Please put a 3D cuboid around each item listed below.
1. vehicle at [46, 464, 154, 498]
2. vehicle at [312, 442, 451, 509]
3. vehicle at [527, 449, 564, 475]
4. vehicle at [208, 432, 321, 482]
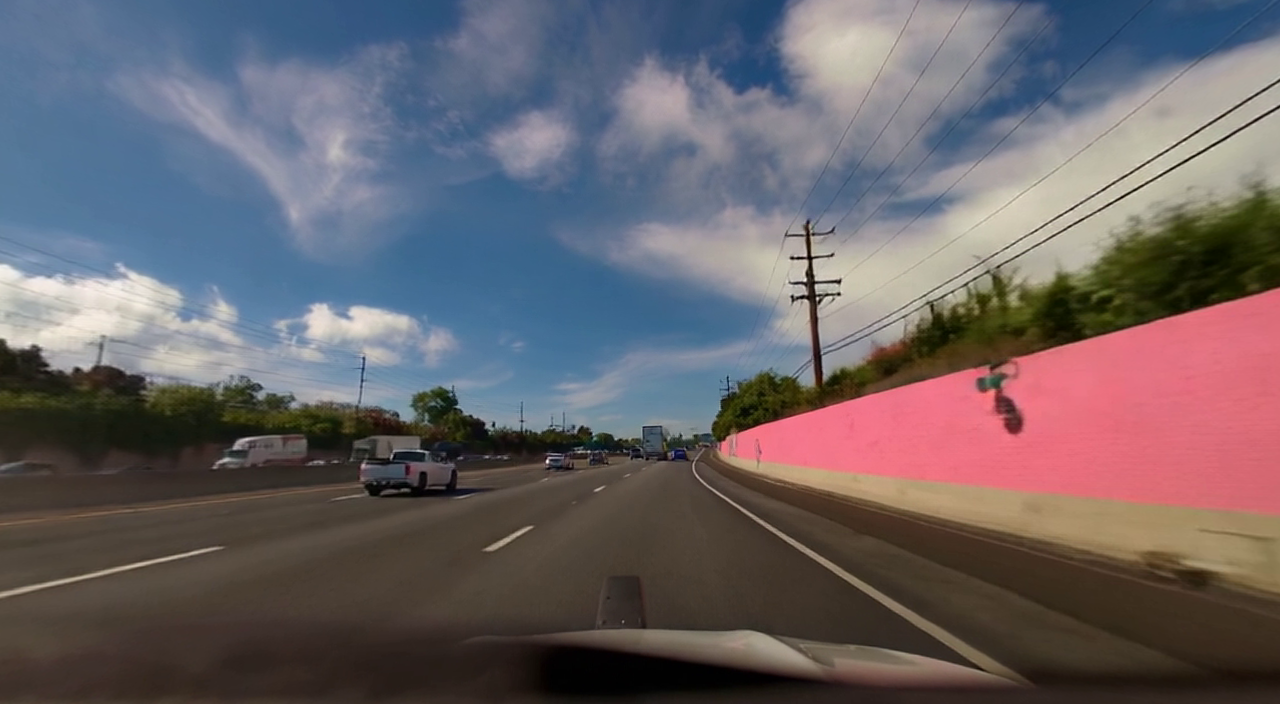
[{"bbox_3d":[-26.822,6.386,31.461,1.758,1.424,3.929,-1,-9,3],"label":"vehicle"},{"bbox_3d":[-6.706,3.229,16.860,1.966,1.565,3.766,-1,-9,3],"label":"vehicle"},{"bbox_3d":[-5.779,6.793,38.988,1.708,1.489,2.840,-1,-9,3],"label":"vehicle"},{"bbox_3d":[-25.722,7.249,43.710,2.532,3.078,7.751,-1,-9,5],"label":"vehicle"}]
